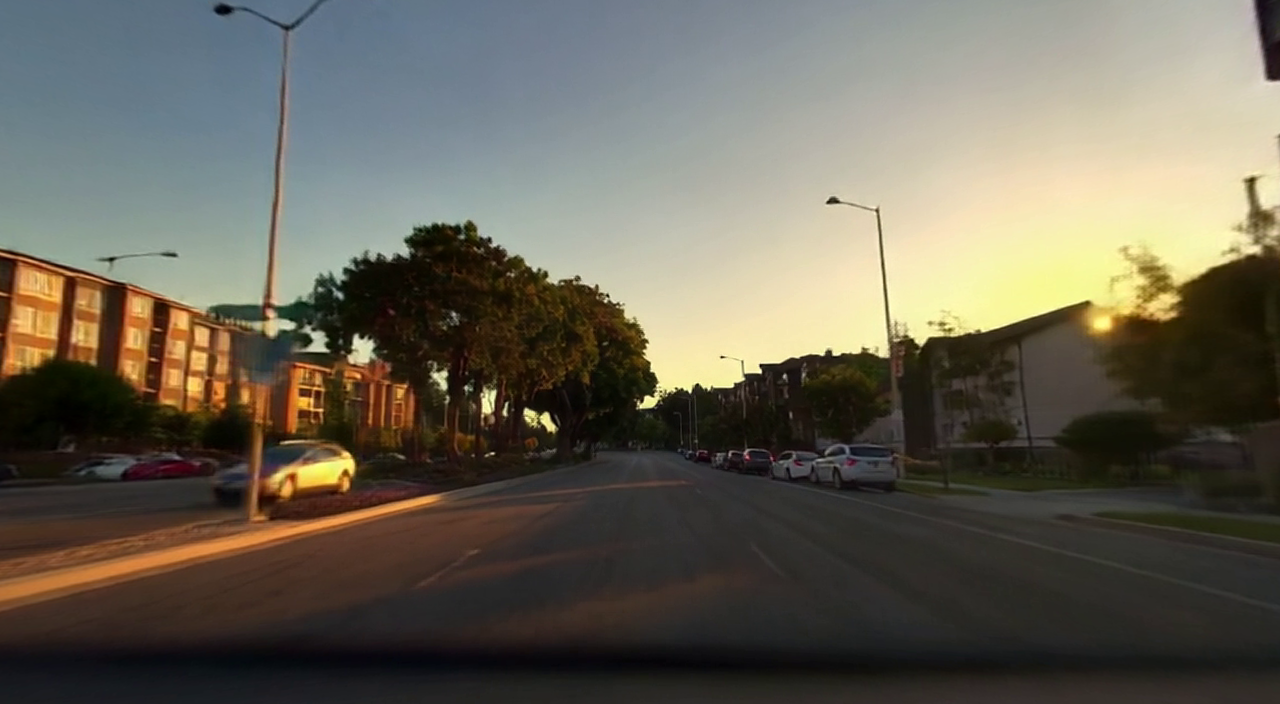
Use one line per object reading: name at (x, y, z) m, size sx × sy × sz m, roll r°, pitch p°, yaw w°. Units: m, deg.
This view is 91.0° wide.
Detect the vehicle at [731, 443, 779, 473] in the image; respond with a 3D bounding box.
vehicle at (6.884, 6.345, 38.022) m, size 2.078 × 1.699 × 4.292 m, roll 0°, pitch -9°, yaw 0°

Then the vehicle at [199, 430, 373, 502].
vehicle at (-11.805, 3.828, 21.727) m, size 2.445 × 2.105 × 5.995 m, roll 0°, pitch -9°, yaw 0°

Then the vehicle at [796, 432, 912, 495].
vehicle at (7.116, 3.749, 21.588) m, size 2.241 × 1.877 × 4.810 m, roll 0°, pitch -9°, yaw 0°

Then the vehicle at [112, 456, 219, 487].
vehicle at (-25.605, 6.434, 34.189) m, size 1.939 × 1.514 × 4.793 m, roll -1°, pitch -9°, yaw 2°

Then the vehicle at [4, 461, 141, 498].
vehicle at (-25.721, 5.772, 28.798) m, size 1.931 × 1.427 × 4.578 m, roll 0°, pitch -9°, yaw 1°
